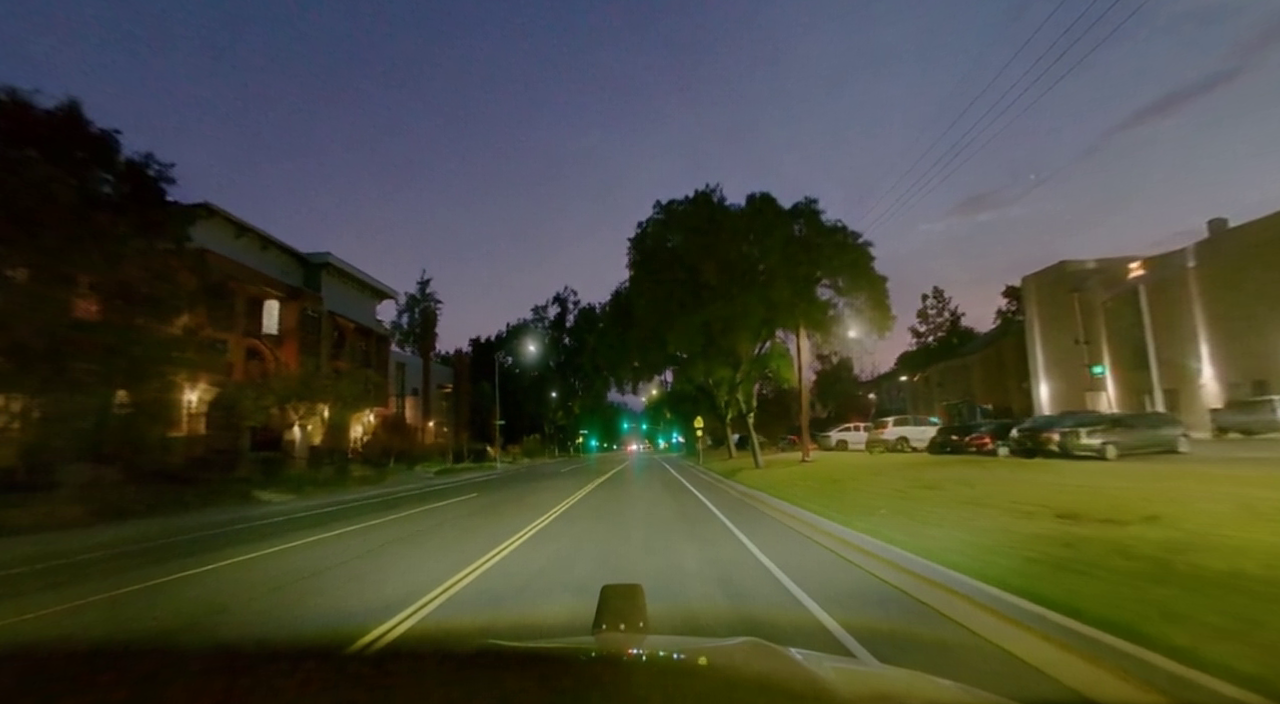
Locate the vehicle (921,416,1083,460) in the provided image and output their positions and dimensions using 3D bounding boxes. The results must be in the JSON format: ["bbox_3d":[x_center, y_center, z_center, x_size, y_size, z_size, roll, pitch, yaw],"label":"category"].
[{"bbox_3d":[12.678,3.048,22.300,4.428,1.467,2.099,0,-9,-1],"label":"vehicle"}]

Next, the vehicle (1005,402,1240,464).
[{"bbox_3d":[12.545,2.159,16.602,4.529,1.490,2.168,1,-9,-5],"label":"vehicle"}]

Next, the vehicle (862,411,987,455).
[{"bbox_3d":[12.411,3.596,27.694,4.540,1.824,1.965,1,-9,-6],"label":"vehicle"}]
